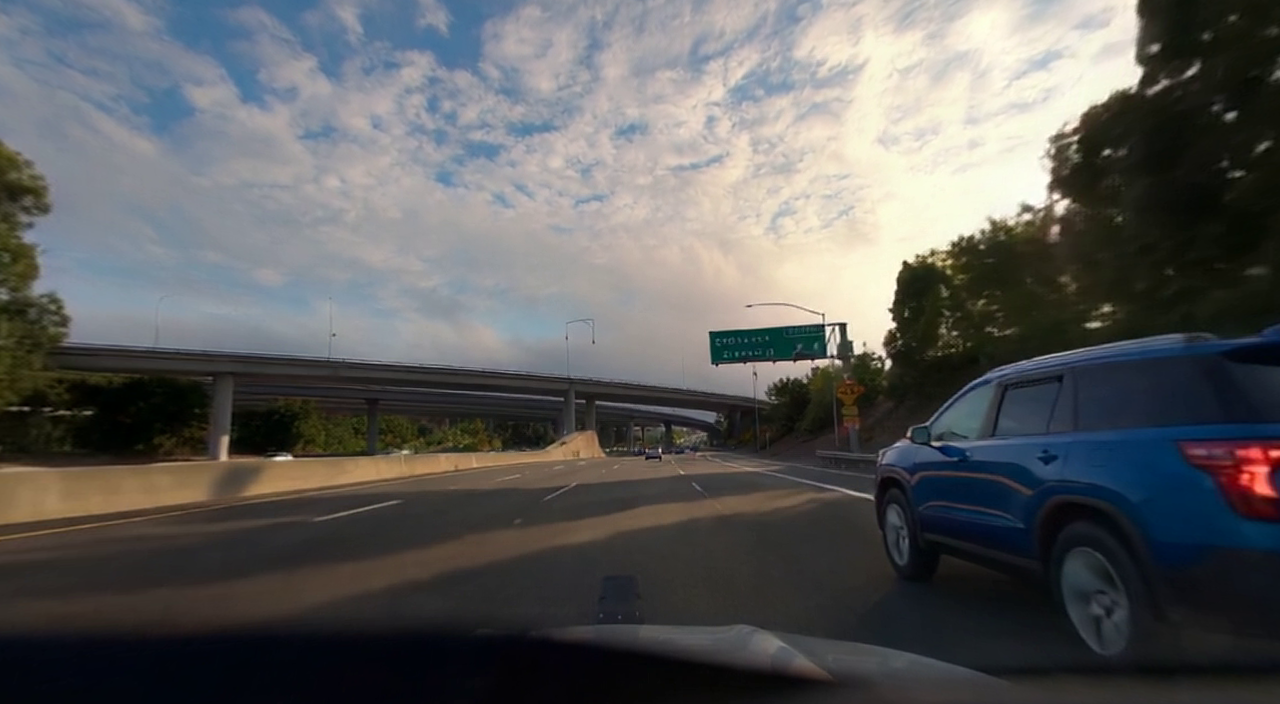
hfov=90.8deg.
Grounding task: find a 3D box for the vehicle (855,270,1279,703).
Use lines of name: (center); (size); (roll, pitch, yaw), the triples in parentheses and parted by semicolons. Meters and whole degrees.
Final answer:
vehicle: (3.545, 0.920, 4.500); (2.155, 1.918, 4.945); (-1, -8, -1)
